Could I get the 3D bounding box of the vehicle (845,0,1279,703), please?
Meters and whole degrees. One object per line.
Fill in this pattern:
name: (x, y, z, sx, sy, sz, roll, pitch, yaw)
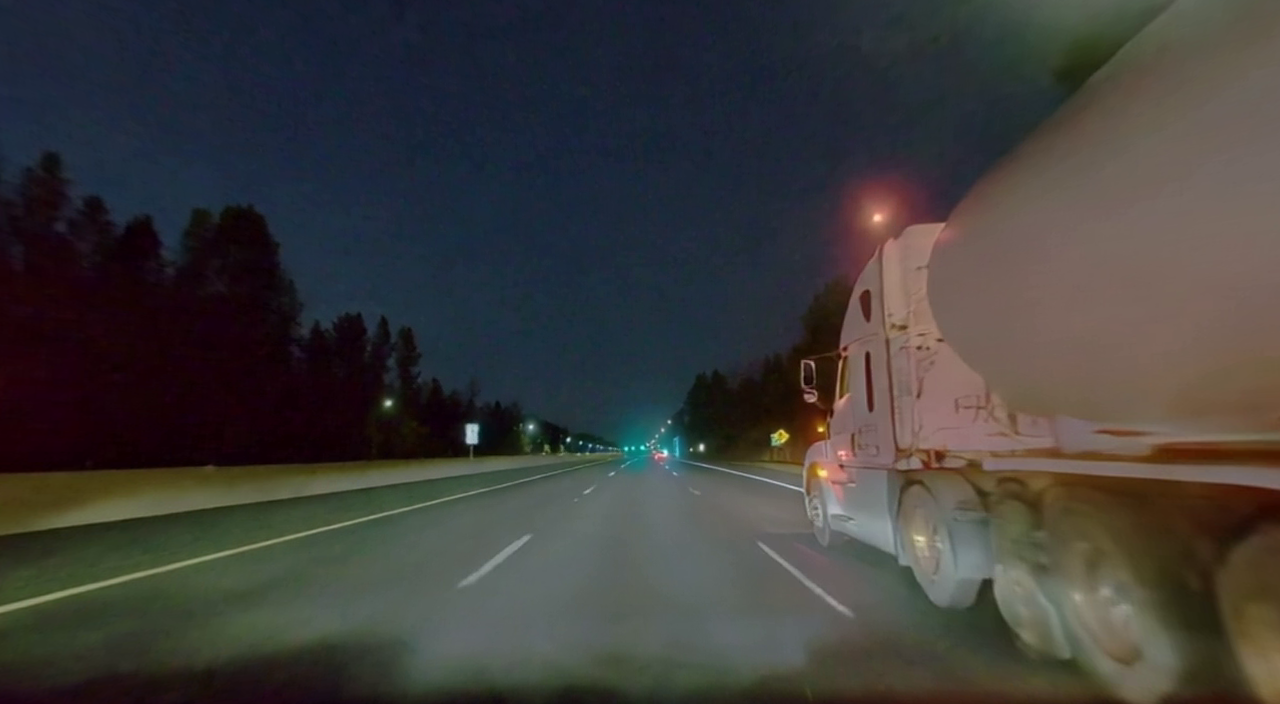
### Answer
vehicle: (3.816, -0.002, 2.747, 3.034, 3.651, 8.256, 0, -9, 0)
